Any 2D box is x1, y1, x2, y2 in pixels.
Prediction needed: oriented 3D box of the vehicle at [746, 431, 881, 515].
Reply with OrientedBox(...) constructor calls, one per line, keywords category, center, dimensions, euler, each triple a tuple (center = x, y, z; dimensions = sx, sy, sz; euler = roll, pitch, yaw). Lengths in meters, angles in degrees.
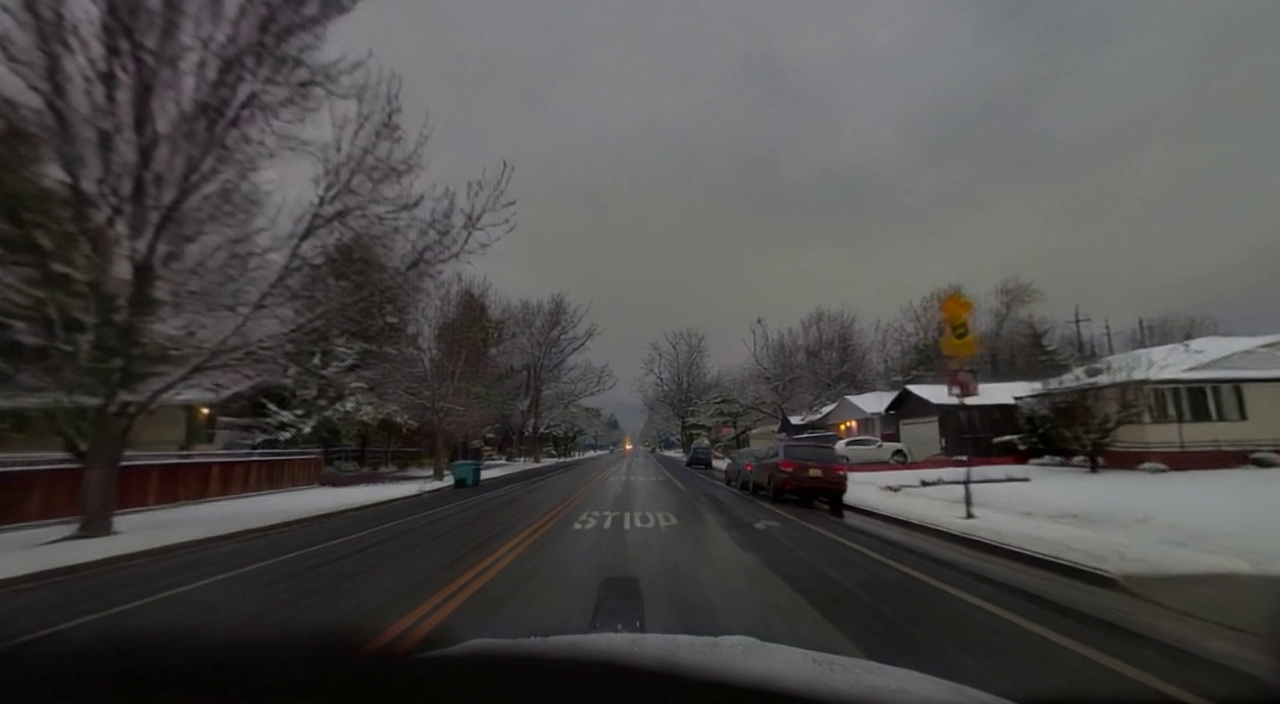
OrientedBox(category="vehicle", center=(4.174, 2.999, 16.157), dimensions=(2.032, 1.792, 4.849), euler=(0, -9, 0))
